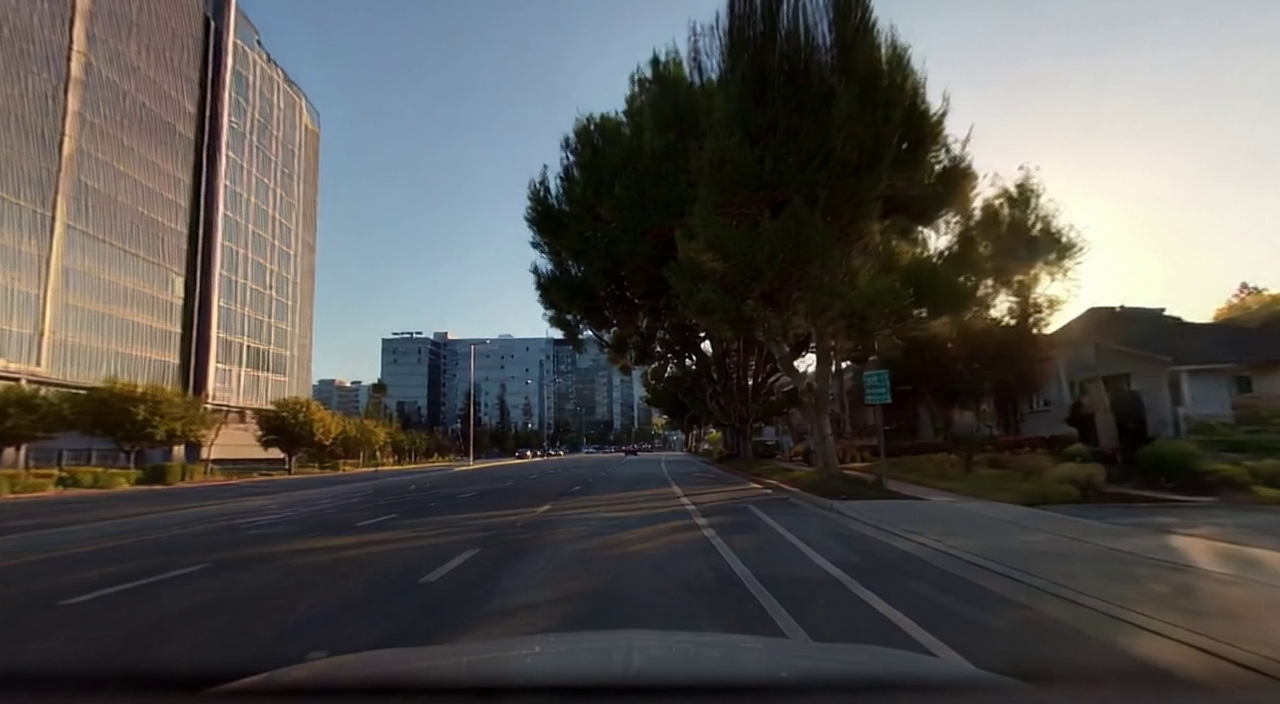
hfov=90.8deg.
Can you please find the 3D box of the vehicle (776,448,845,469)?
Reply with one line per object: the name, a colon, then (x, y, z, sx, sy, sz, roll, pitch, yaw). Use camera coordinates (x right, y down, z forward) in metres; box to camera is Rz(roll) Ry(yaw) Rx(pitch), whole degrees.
vehicle: (12.454, 7.777, 46.355, 4.489, 1.491, 2.022, 0, -9, 0)
